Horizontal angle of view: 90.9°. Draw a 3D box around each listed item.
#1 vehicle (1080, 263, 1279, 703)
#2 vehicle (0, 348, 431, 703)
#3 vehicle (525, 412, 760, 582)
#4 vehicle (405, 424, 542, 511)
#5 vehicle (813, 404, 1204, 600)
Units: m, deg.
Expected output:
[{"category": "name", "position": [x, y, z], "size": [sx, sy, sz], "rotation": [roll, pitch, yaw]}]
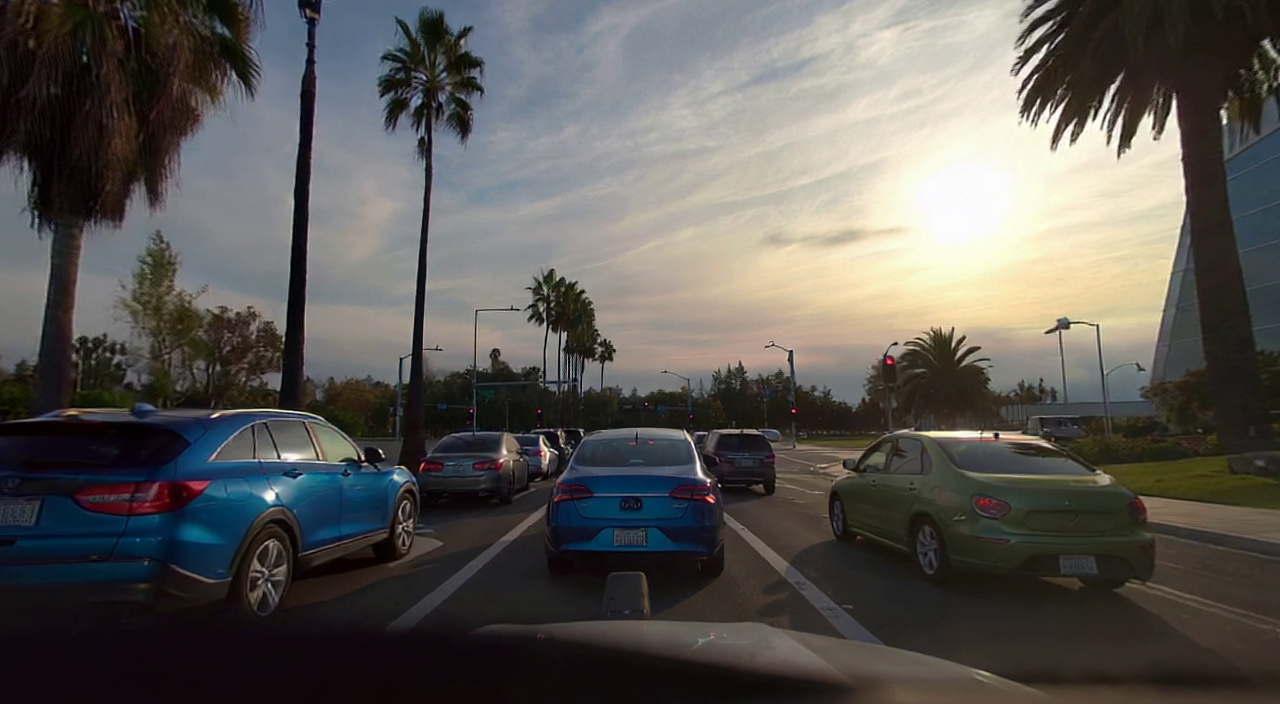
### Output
[{"category": "vehicle", "position": [2.982, 0.443, 0.362], "size": [2.117, 1.879, 4.715], "rotation": [0, -8, 2]}, {"category": "vehicle", "position": [-3.547, 1.178, 5.405], "size": [2.014, 1.775, 4.404], "rotation": [0, -8, -1]}, {"category": "vehicle", "position": [-0.036, 1.691, 8.180], "size": [2.219, 1.586, 4.321], "rotation": [0, -8, -2]}, {"category": "vehicle", "position": [-3.465, 2.470, 13.895], "size": [1.917, 1.631, 3.768], "rotation": [0, -8, 1]}, {"category": "vehicle", "position": [3.838, 1.634, 7.776], "size": [2.064, 1.696, 4.431], "rotation": [0, -8, -1]}]
